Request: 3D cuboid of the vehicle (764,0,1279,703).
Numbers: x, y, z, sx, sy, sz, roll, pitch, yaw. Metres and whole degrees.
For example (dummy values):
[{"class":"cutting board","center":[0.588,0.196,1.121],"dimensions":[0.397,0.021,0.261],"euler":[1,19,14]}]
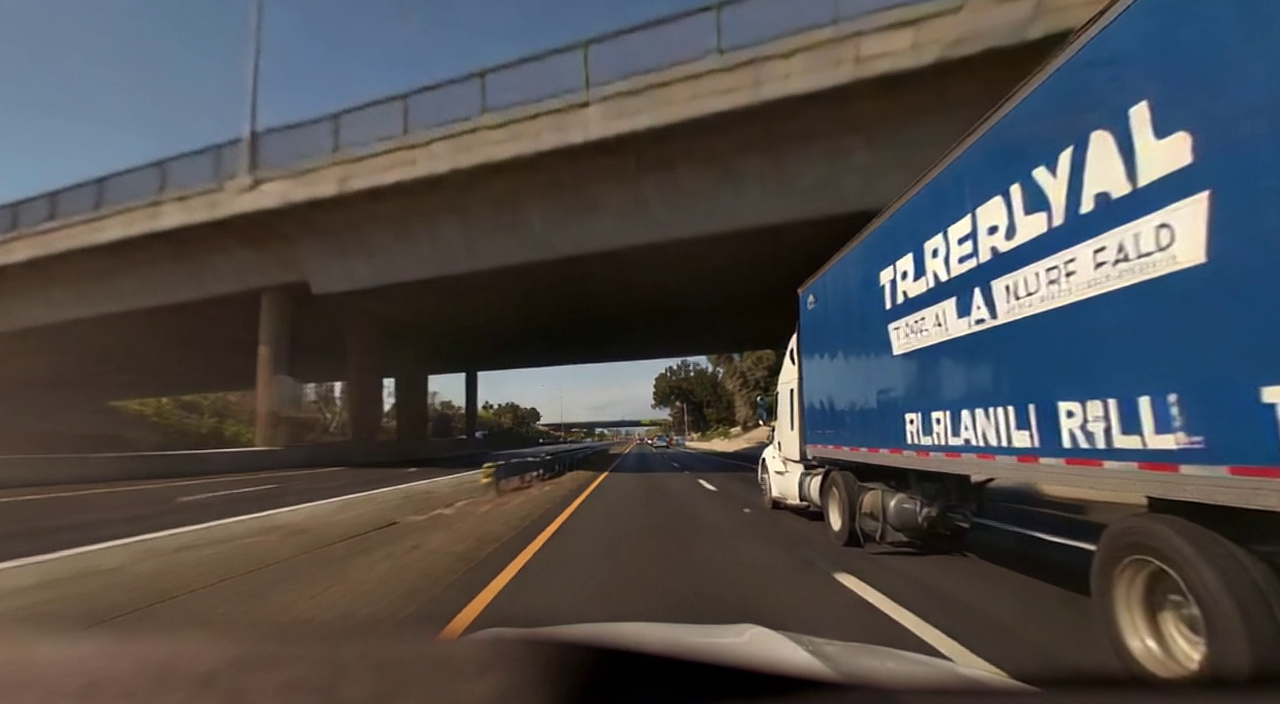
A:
[{"class":"vehicle","center":[4.170,0.351,6.604],"dimensions":[3.006,4.093,14.142],"euler":[0,-8,1]}]
